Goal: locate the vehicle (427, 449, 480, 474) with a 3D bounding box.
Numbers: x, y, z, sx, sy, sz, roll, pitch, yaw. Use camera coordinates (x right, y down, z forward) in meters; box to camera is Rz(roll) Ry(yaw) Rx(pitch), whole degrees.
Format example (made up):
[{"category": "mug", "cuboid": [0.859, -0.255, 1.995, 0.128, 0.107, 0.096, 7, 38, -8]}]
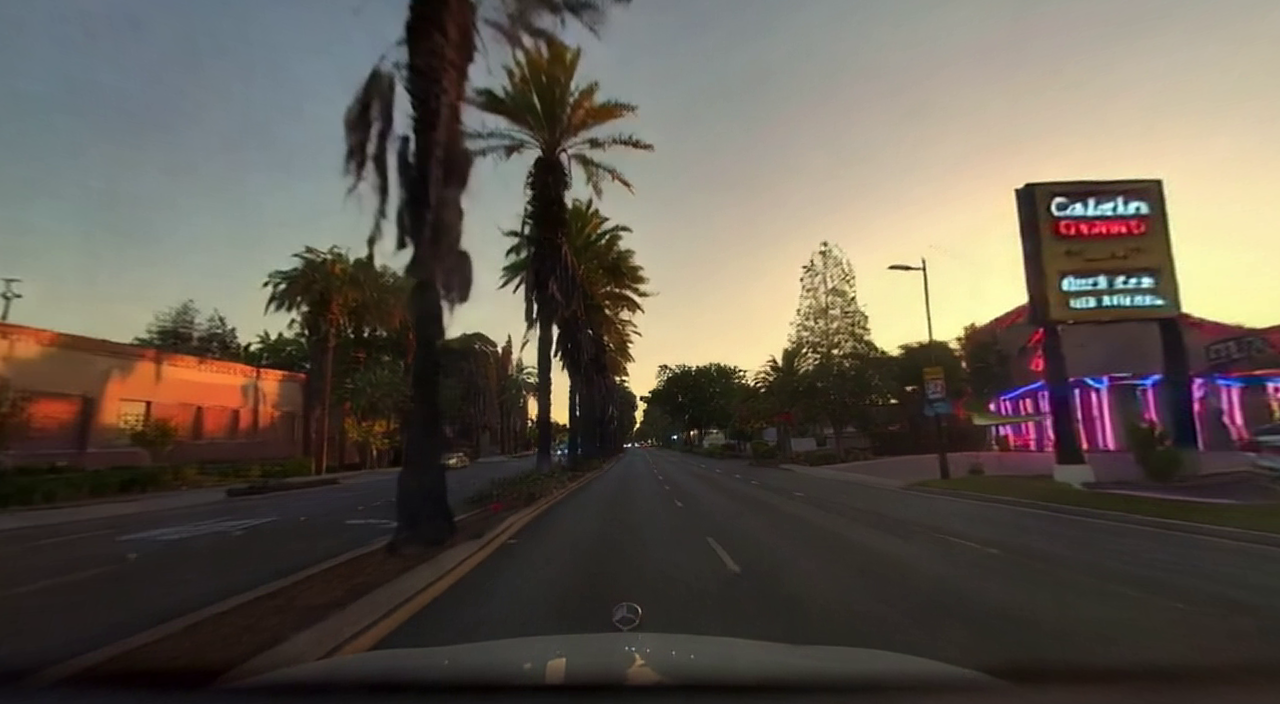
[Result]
[{"category": "vehicle", "cuboid": [-12.186, 7.159, 41.624, 2.015, 1.484, 4.651, 0, -8, 0]}]
